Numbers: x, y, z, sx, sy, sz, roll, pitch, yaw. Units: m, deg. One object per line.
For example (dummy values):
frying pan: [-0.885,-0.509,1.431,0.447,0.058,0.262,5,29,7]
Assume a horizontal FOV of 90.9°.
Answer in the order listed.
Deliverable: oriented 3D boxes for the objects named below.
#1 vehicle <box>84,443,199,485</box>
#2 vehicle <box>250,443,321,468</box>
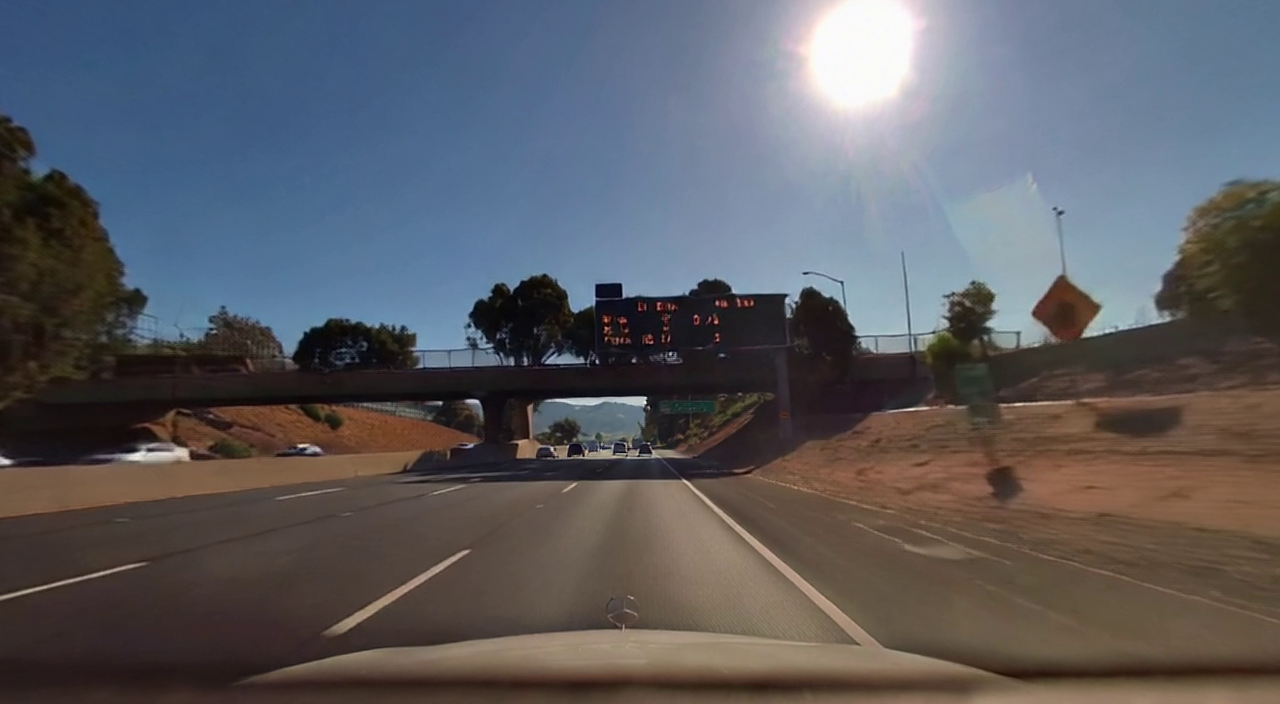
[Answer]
vehicle: [-17.057,3.816,21.761,1.408,1.314,3.169,0,-8,-1]
vehicle: [-27.811,8.135,49.702,2.679,1.808,5.054,0,-8,-1]
